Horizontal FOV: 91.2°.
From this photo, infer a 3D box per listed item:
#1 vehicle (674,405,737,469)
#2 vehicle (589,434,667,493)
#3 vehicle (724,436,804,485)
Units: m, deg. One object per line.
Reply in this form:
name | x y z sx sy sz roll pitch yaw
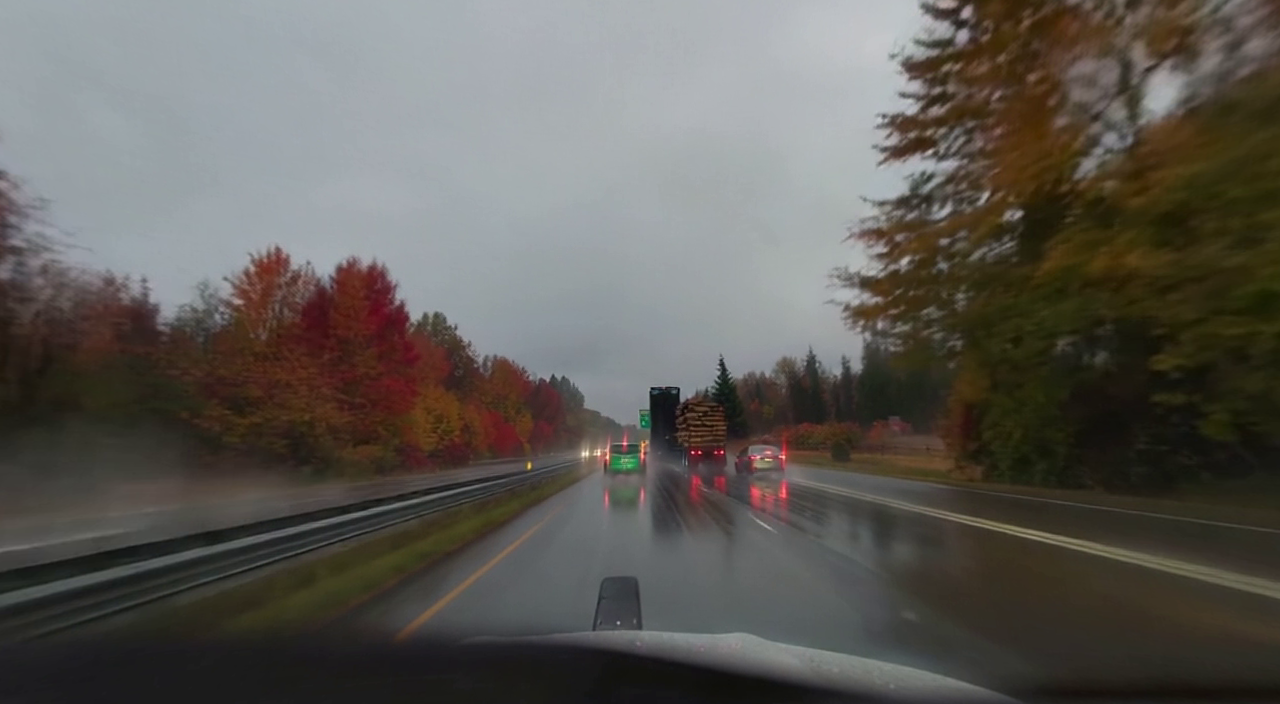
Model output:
vehicle | 4.284 5.894 42.972 3.125 3.895 8.461 0 -9 -2
vehicle | -0.394 3.553 20.299 2.263 1.699 3.936 0 -9 -1
vehicle | 4.675 4.162 24.305 2.057 1.660 4.525 0 -9 -1
